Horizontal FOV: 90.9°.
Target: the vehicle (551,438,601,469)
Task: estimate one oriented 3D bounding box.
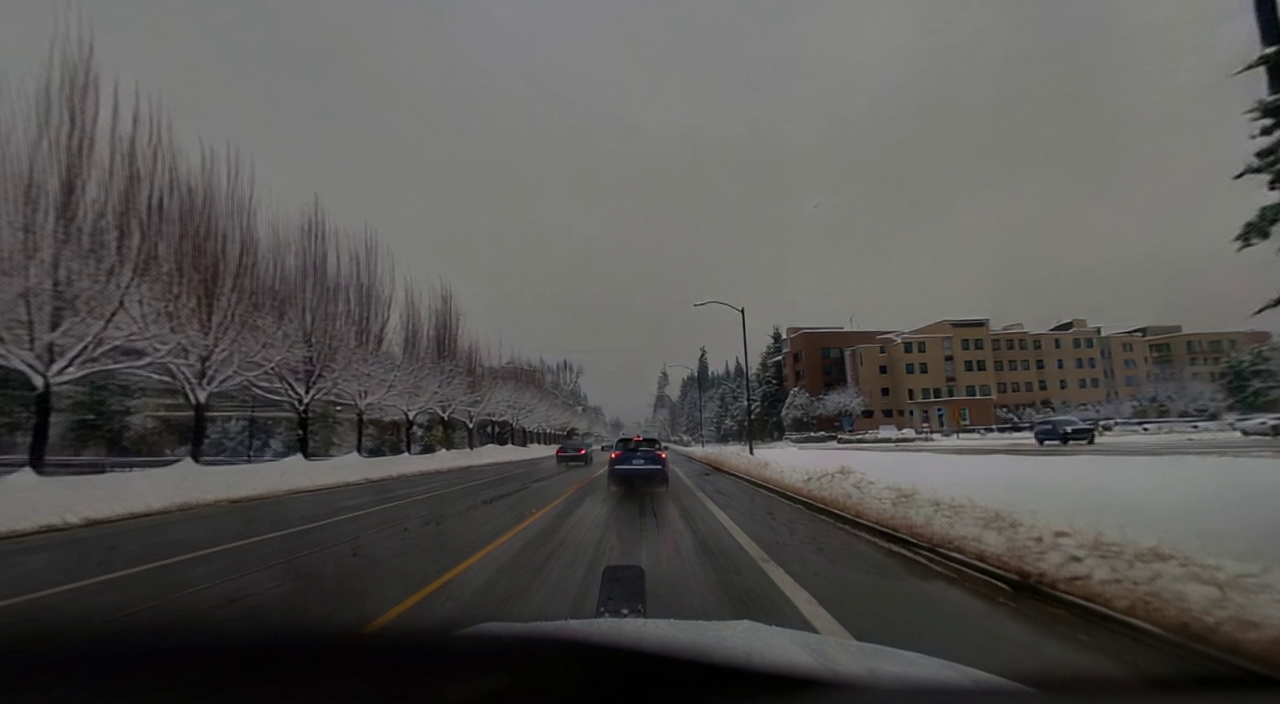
[{"bbox_3d":[-3.269,5.344,33.382,1.942,1.462,4.905,-1,-8,2],"label":"vehicle"}]

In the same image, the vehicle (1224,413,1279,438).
[{"bbox_3d":[45.077,5.197,44.760,4.851,1.673,1.912,-5,-10,30],"label":"vehicle"}]

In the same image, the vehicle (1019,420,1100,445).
[{"bbox_3d":[31.865,6.163,48.120,4.903,1.767,2.105,-5,-10,31],"label":"vehicle"}]

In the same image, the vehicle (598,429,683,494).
[{"bbox_3d":[0.023,3.129,18.344,2.199,1.652,4.101,0,-8,0],"label":"vehicle"}]
